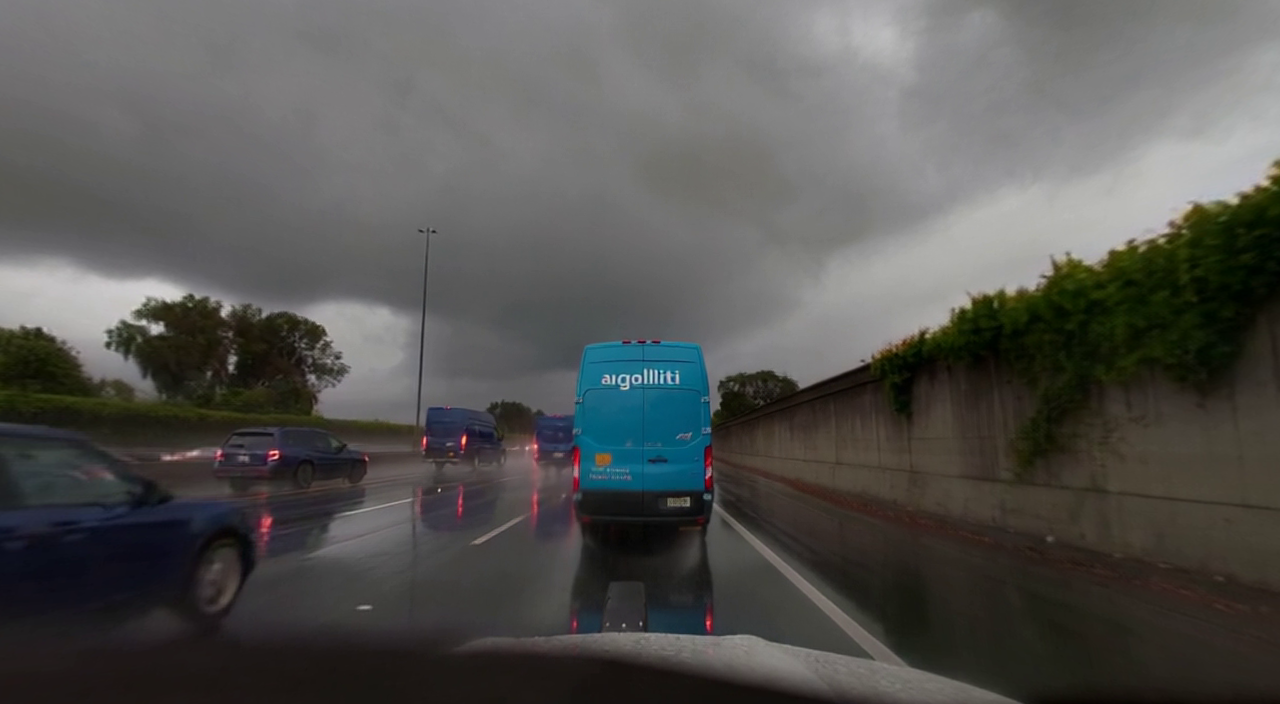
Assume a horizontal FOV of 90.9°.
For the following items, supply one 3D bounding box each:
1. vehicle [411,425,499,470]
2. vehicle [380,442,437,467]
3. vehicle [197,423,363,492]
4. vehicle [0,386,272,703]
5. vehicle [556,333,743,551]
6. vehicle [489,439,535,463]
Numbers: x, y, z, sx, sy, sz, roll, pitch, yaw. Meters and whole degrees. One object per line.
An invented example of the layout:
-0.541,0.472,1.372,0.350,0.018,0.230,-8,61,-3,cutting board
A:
-9.670,5.093,33.694,2.566,2.158,5.957,-1,-8,4,vehicle
-13.882,6.150,38.028,1.770,1.376,3.747,-1,-8,4,vehicle
-10.781,3.211,19.448,2.061,1.846,4.852,0,-8,3,vehicle
-3.846,0.860,2.226,2.212,1.551,4.658,0,-8,1,vehicle
0.187,1.587,11.181,2.316,2.738,6.398,0,-8,1,vehicle
-9.296,7.229,46.175,1.934,1.567,4.536,-1,-7,7,vehicle
